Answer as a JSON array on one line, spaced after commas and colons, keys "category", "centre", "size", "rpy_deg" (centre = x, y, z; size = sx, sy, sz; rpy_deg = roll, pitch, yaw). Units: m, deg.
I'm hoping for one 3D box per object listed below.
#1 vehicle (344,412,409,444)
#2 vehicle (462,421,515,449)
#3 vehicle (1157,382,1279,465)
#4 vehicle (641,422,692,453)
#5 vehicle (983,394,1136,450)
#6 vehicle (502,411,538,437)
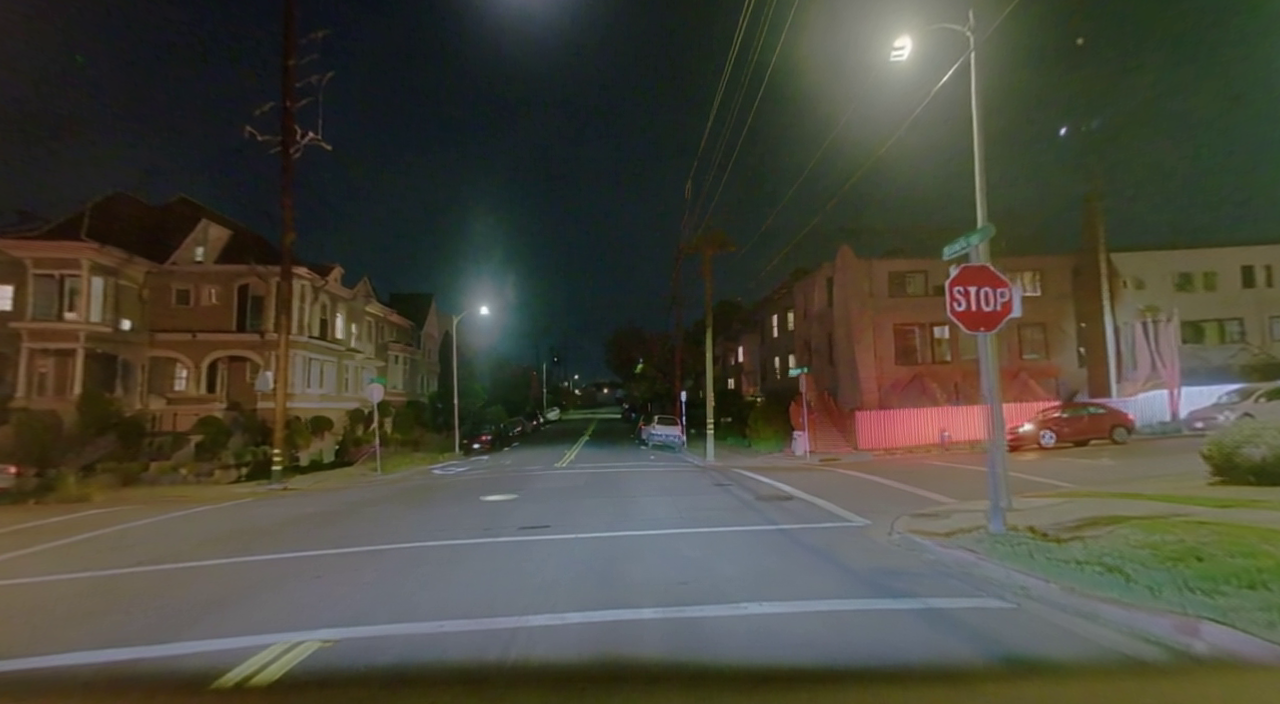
[{"category": "vehicle", "centre": [-14.810, 4.370, 35.861], "size": [1.992, 1.678, 4.658], "rpy_deg": [0, -8, -5]}, {"category": "vehicle", "centre": [-8.778, 4.920, 37.110], "size": [2.065, 1.553, 4.636], "rpy_deg": [0, -8, -1]}, {"category": "vehicle", "centre": [15.465, 1.769, 15.338], "size": [4.389, 1.818, 2.062], "rpy_deg": [2, -9, -12]}, {"category": "vehicle", "centre": [1.308, 4.508, 33.061], "size": [2.120, 1.487, 4.360], "rpy_deg": [0, -8, -5]}, {"category": "vehicle", "centre": [16.923, 2.879, 25.588], "size": [4.985, 2.088, 2.141], "rpy_deg": [2, -9, -13]}, {"category": "vehicle", "centre": [-9.294, 5.669, 49.355], "size": [2.104, 1.898, 4.396], "rpy_deg": [0, -8, -3]}]
